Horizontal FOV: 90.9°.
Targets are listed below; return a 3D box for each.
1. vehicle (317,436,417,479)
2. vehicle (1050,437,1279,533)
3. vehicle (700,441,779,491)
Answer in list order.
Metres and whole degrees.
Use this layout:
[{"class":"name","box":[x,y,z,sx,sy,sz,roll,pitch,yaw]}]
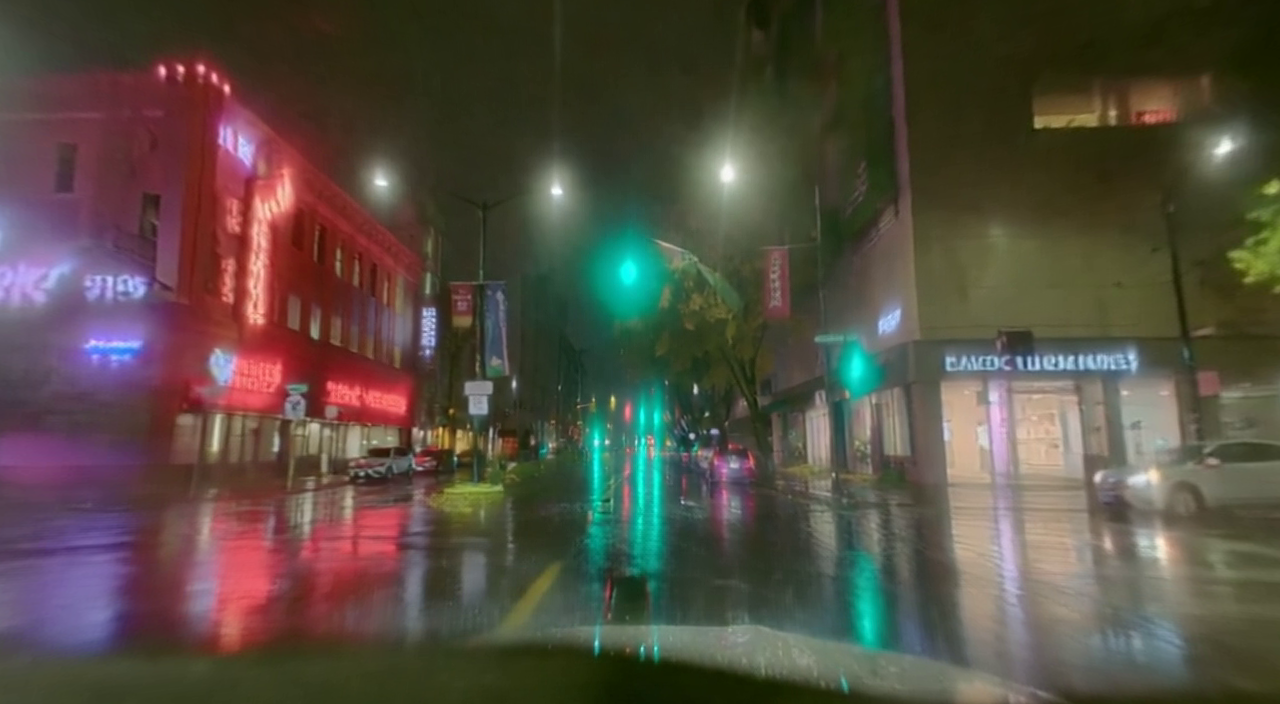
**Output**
[{"class":"vehicle","box":[-12.410,4.696,28.548,4.447,1.790,2.206,-6,-9,38]},{"class":"vehicle","box":[10.175,2.274,11.186,4.330,1.517,2.045,0,-7,0]},{"class":"vehicle","box":[3.427,4.013,22.643,2.120,1.560,4.402,0,-7,0]}]
